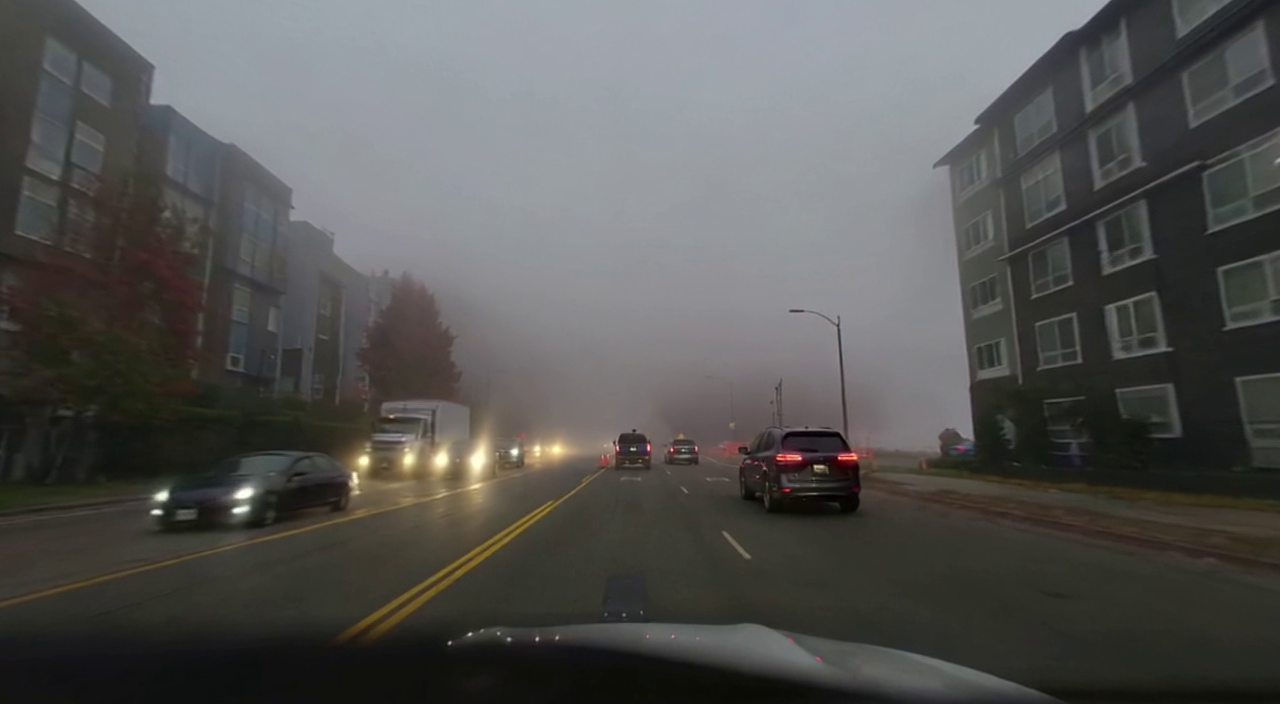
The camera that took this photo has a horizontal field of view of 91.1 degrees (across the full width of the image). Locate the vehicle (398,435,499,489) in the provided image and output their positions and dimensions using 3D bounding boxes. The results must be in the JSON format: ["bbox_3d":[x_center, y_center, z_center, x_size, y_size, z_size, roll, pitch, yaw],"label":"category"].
[{"bbox_3d":[-7.258,4.197,24.489,2.437,1.820,4.827,-2,-8,0],"label":"vehicle"}]

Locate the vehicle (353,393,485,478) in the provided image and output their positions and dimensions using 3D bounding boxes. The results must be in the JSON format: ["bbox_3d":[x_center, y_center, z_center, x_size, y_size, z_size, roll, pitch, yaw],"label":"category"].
[{"bbox_3d":[-11.018,4.419,32.716,2.988,3.755,9.456,0,-9,3],"label":"vehicle"}]

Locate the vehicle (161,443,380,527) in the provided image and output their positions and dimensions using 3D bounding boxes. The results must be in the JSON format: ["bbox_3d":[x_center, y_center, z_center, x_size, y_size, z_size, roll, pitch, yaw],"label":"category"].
[{"bbox_3d":[-7.631,2.752,13.649,1.881,1.485,4.522,0,-9,2],"label":"vehicle"}]

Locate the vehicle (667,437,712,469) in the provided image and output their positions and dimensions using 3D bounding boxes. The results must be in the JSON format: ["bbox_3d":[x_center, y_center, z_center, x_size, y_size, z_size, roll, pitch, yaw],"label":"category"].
[{"bbox_3d":[2.977,6.226,38.865,2.187,1.835,5.471,0,-9,-2],"label":"vehicle"}]

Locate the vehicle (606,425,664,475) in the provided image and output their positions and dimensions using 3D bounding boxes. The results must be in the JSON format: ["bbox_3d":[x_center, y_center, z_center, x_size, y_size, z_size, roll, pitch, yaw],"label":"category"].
[{"bbox_3d":[-0.331,5.116,32.891,2.762,2.309,6.723,0,-9,-2],"label":"vehicle"}]

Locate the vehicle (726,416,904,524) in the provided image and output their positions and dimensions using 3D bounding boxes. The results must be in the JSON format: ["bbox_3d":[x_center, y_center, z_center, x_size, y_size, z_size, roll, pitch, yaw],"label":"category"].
[{"bbox_3d":[3.371,2.434,13.536,2.120,1.828,5.531,0,-9,-1],"label":"vehicle"}]
